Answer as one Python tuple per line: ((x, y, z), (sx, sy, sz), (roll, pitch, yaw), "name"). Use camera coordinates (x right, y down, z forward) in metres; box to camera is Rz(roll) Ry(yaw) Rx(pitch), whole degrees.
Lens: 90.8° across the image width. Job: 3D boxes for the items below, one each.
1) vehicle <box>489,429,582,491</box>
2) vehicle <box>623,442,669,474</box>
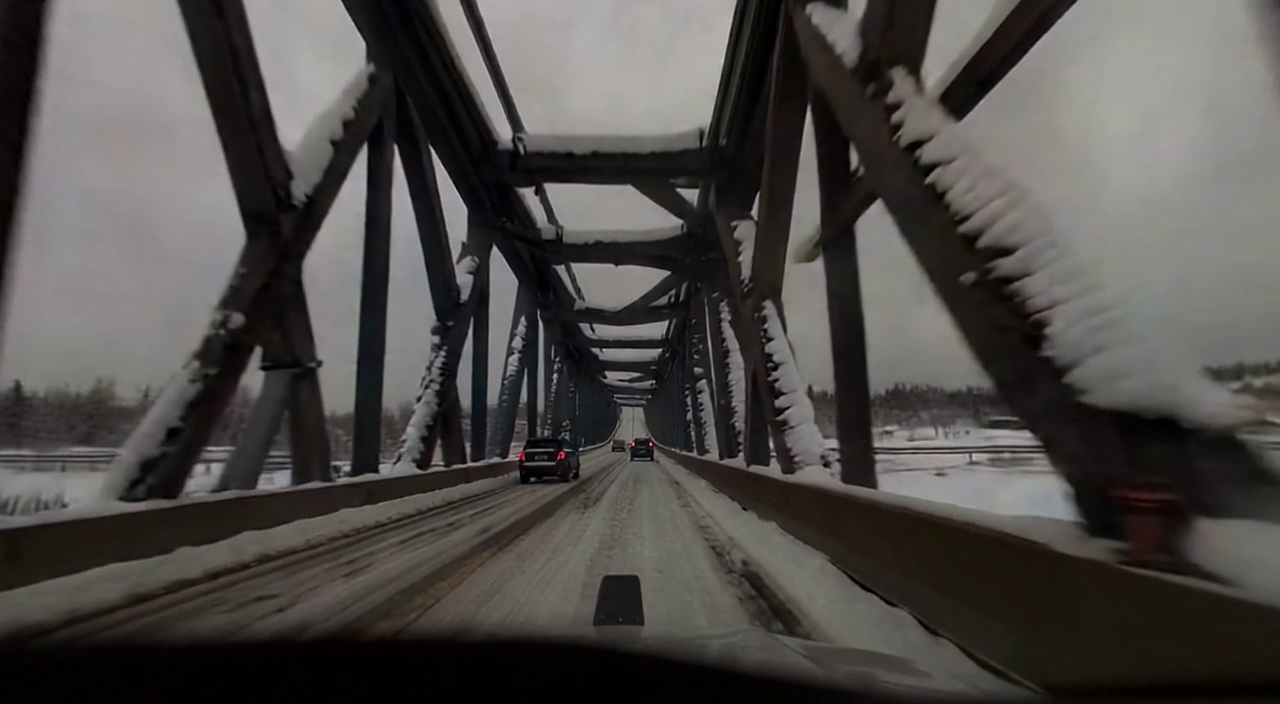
((-3.324, 3.565, 21.097), (2.190, 1.807, 4.741), (0, -9, 1), "vehicle")
((0.285, 5.106, 30.605), (2.048, 1.450, 3.973), (0, -8, 0), "vehicle")
